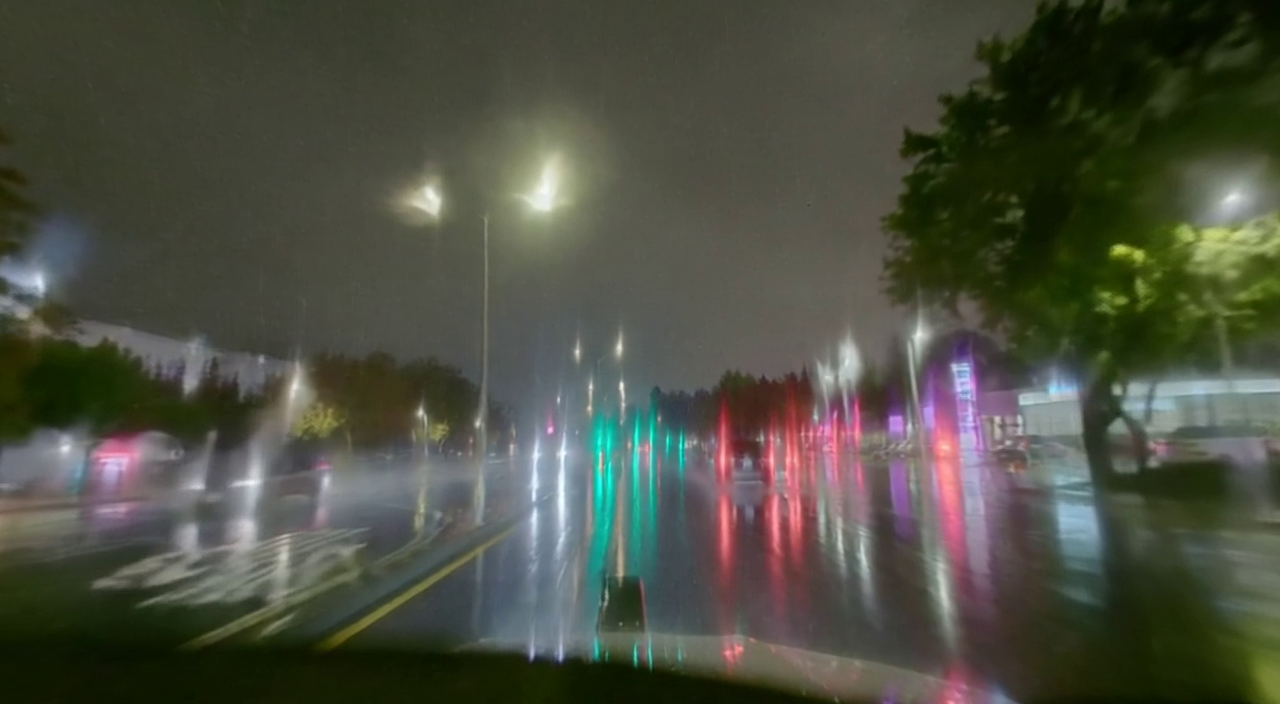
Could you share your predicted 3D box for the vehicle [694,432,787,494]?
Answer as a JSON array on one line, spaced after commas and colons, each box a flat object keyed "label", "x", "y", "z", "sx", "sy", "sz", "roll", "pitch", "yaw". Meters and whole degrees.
[{"label": "vehicle", "x": 2.916, "y": 3.332, "z": 19.330, "sx": 1.963, "sy": 1.677, "sz": 4.229, "roll": 0, "pitch": -9, "yaw": -2}]

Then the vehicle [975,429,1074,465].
[{"label": "vehicle", "x": 18.806, "y": 4.639, "z": 30.868, "sx": 4.524, "sy": 1.653, "sz": 2.109, "roll": 5, "pitch": -10, "yaw": -30}]

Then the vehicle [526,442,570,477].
[{"label": "vehicle", "x": -4.292, "y": 5.028, "z": 29.669, "sx": 1.905, "sy": 1.471, "sz": 4.302, "roll": -1, "pitch": -9, "yaw": -8}]

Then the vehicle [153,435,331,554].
[{"label": "vehicle", "x": -6.902, "y": 2.244, "z": 10.770, "sx": 2.053, "sy": 1.555, "sz": 4.296, "roll": 6, "pitch": -11, "yaw": -36}]

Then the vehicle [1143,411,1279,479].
[{"label": "vehicle", "x": 17.033, "y": 2.532, "z": 17.187, "sx": 2.280, "sy": 1.699, "sz": 5.098, "roll": 1, "pitch": -9, "yaw": -4}]

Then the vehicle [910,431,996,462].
[{"label": "vehicle", "x": 18.090, "y": 5.469, "z": 36.551, "sx": 4.446, "sy": 1.692, "sz": 2.184, "roll": 4, "pitch": -10, "yaw": -28}]
